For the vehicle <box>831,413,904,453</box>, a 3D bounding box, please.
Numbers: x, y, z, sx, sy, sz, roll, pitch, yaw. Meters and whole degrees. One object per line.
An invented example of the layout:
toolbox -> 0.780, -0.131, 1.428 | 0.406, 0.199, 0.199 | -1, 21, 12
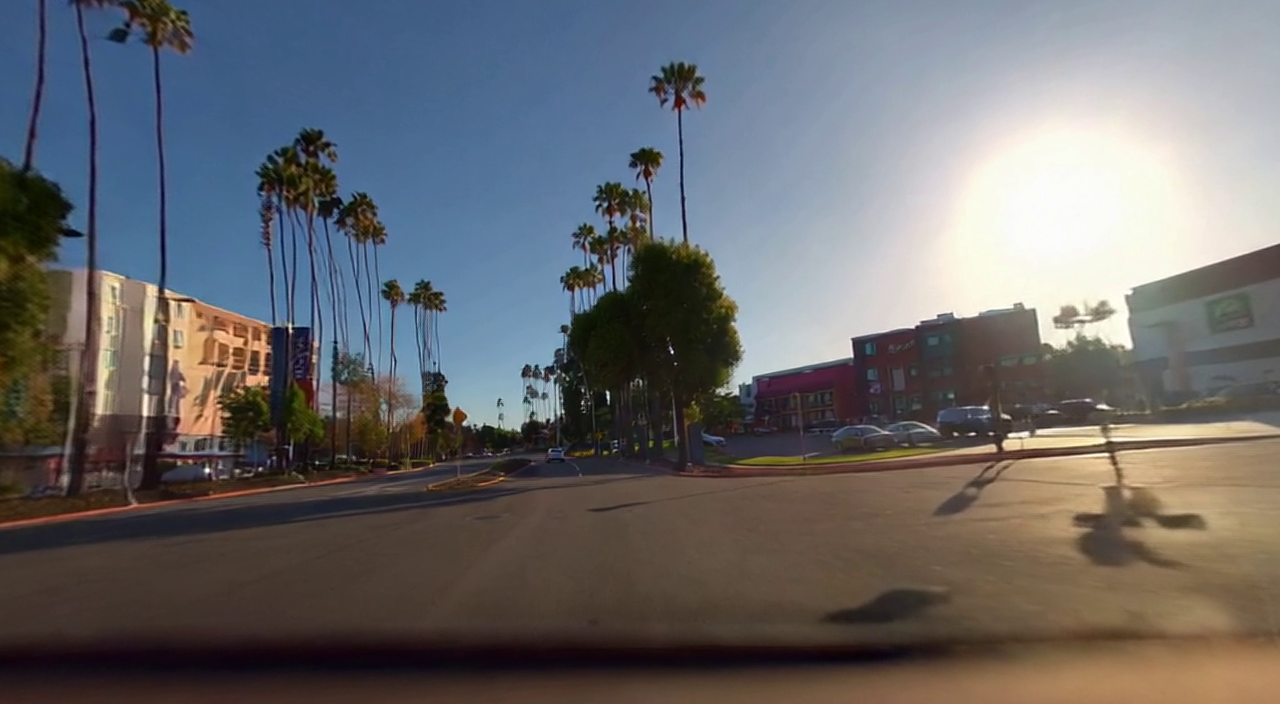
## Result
vehicle -> 10.630, 3.876, 29.741 | 2.196, 1.715, 4.918 | -1, -8, 8

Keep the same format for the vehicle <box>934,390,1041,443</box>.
vehicle -> 16.081, 3.108, 29.463 | 2.237, 1.962, 5.424 | -9, -9, 6

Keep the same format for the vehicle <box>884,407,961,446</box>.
vehicle -> 13.214, 3.586, 29.667 | 2.065, 1.687, 4.584 | -1, -8, 8
